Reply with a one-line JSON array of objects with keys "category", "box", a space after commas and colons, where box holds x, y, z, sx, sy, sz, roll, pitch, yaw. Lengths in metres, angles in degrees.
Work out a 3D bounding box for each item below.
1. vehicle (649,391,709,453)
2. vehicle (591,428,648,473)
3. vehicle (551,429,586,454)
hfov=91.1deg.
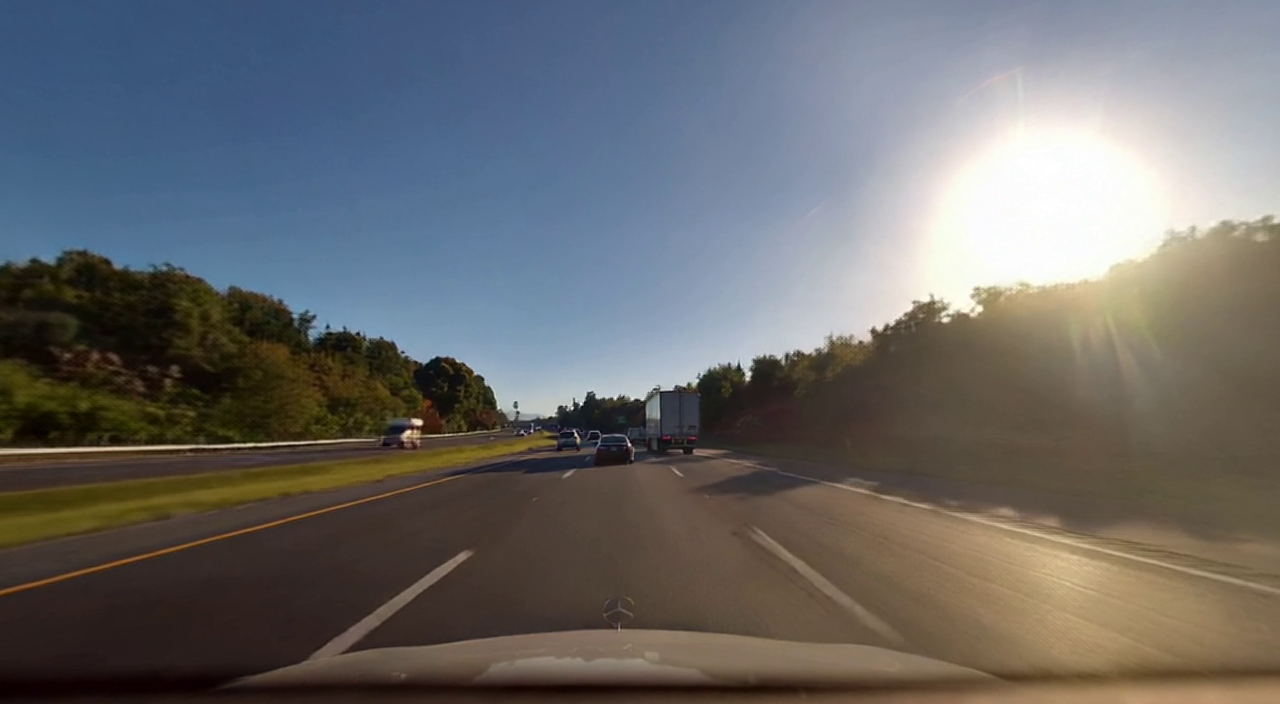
[{"category": "vehicle", "box": [2.691, 5.690, 49.260, 2.946, 4.111, 14.652, 0, -8, -3]}, {"category": "vehicle", "box": [-0.826, 3.844, 24.742, 2.048, 1.563, 4.087, 0, -8, -2]}, {"category": "vehicle", "box": [-5.402, 6.827, 47.917, 2.234, 1.773, 5.134, 0, -8, -2]}]
